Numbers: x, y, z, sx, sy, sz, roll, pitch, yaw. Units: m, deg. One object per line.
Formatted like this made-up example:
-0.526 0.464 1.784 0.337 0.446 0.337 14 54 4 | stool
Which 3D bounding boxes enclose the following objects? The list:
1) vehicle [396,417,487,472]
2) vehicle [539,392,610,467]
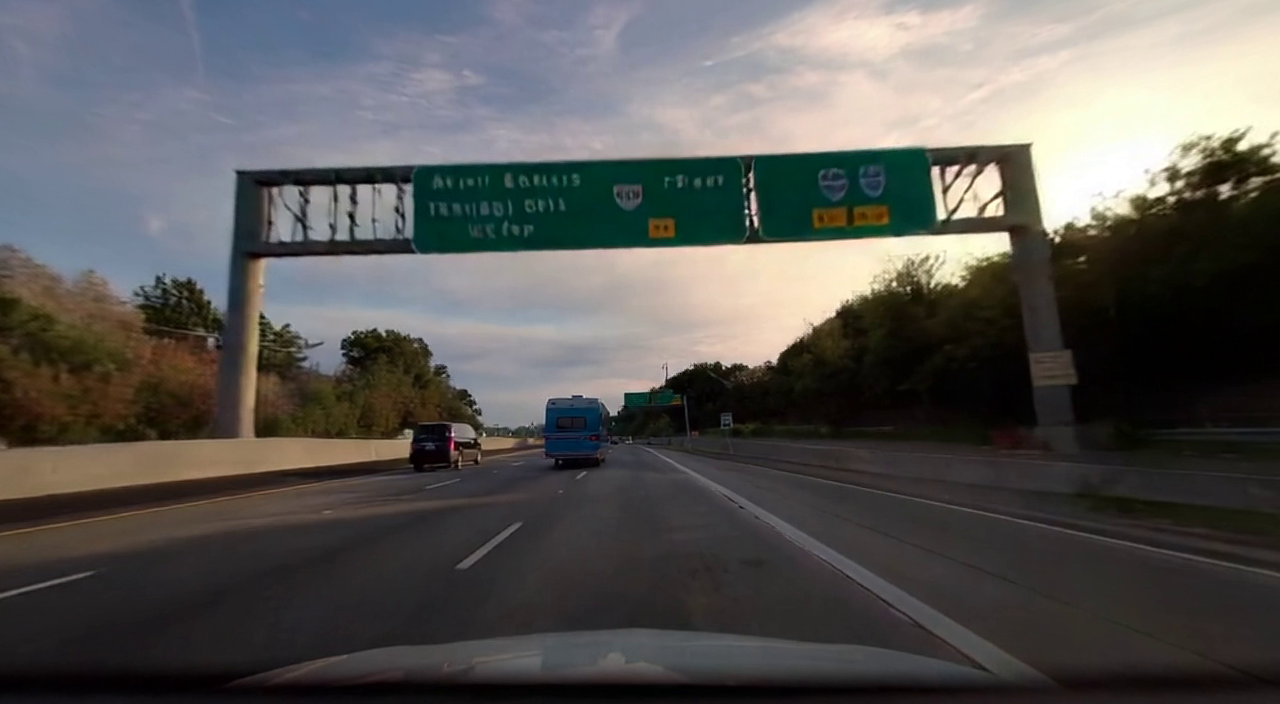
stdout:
-7.366 3.466 23.871 2.045 1.873 4.202 0 -7 0 | vehicle
-3.034 3.893 31.433 2.676 3.269 7.388 0 -7 1 | vehicle
